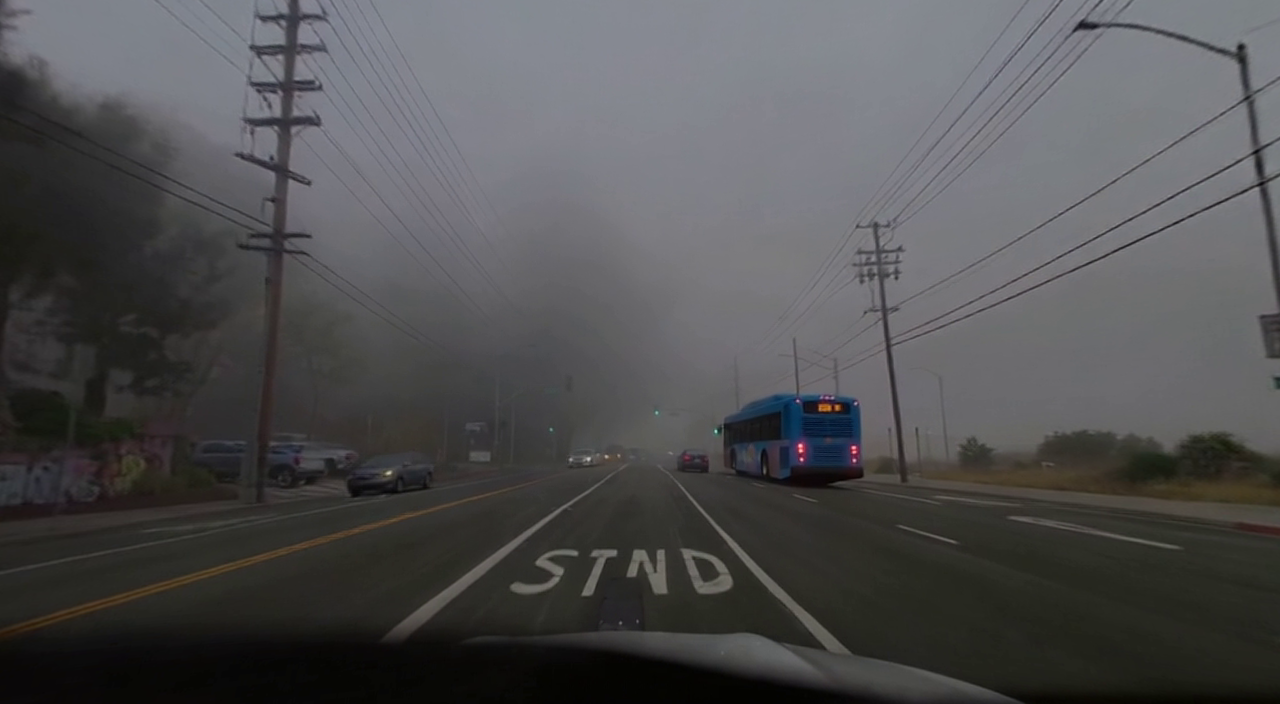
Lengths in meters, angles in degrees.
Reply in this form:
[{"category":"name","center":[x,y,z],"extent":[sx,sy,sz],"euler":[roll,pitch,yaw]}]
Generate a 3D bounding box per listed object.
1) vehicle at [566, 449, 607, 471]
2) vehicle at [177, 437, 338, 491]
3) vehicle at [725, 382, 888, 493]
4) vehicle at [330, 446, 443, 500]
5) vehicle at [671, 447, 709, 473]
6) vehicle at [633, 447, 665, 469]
[{"category":"vehicle","center":[-3.665,7.532,44.296],"extent":[1.915,1.452,4.654],"euler":[-1,-8,8]},{"category":"vehicle","center":[-14.393,4.233,24.096],"extent":[4.719,1.903,2.051],"euler":[1,-8,-9]},{"category":"vehicle","center":[6.017,3.557,25.933],"extent":[3.045,3.447,12.604],"euler":[0,-8,-1]},{"category":"vehicle","center":[-8.592,4.097,21.927],"extent":[2.017,1.659,4.405],"euler":[0,-8,1]},{"category":"vehicle","center":[2.976,6.533,38.605],"extent":[1.961,1.470,4.196],"euler":[0,-8,0]},{"category":"vehicle","center":[0.583,7.521,44.902],"extent":[2.016,1.464,4.089],"euler":[0,-8,-2]}]
